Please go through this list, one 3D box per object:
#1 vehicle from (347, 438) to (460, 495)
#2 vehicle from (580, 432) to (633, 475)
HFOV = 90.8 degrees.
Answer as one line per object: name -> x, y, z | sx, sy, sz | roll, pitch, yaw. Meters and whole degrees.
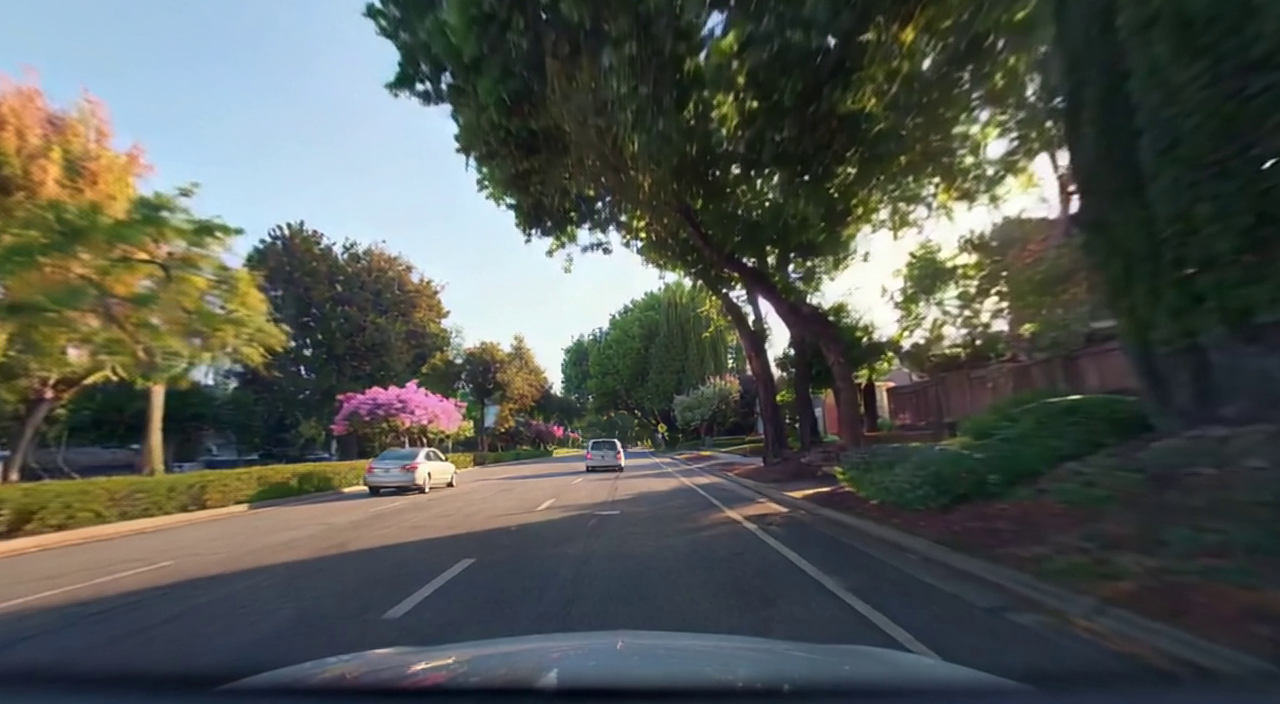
vehicle -> -7.611, 3.696, 20.878 | 1.993, 1.657, 4.487 | -1, -8, 0
vehicle -> -1.438, 4.569, 28.625 | 2.070, 1.764, 4.552 | -1, -8, 1
